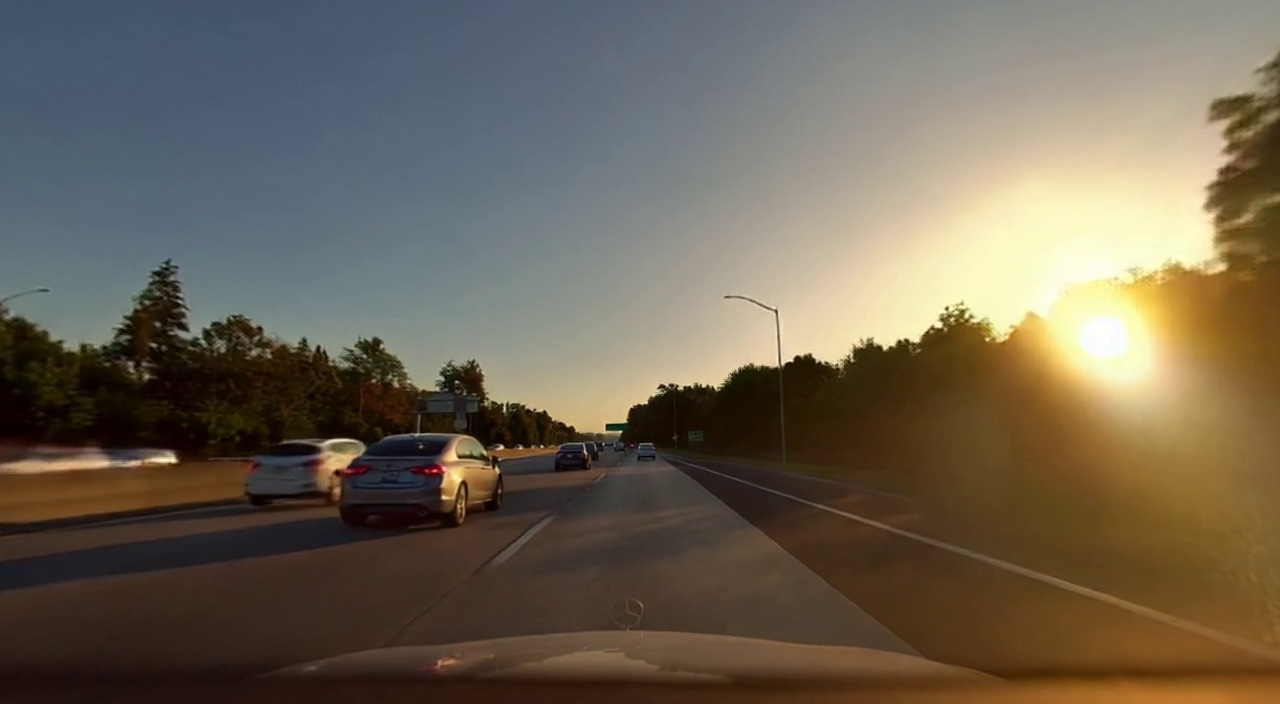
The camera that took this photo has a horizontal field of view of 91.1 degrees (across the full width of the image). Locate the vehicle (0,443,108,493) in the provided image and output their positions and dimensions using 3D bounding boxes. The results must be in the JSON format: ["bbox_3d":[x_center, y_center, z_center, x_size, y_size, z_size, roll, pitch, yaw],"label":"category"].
[{"bbox_3d":[-21.030,3.890,21.313,1.907,1.566,4.459,0,-9,1],"label":"vehicle"}]

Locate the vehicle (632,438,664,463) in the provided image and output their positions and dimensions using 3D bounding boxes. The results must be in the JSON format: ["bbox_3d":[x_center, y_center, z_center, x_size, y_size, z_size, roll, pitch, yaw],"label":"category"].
[{"bbox_3d":[0.607,7.441,47.400,2.285,1.797,4.478,0,-9,0],"label":"vehicle"}]

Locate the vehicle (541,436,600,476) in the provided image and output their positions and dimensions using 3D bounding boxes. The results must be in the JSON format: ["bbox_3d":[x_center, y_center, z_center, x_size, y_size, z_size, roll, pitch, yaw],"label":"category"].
[{"bbox_3d":[-3.027,4.647,28.270,2.056,1.679,4.204,0,-9,1],"label":"vehicle"}]

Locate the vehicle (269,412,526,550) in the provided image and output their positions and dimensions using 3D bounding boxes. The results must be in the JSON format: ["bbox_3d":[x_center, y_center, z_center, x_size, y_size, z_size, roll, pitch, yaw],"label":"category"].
[{"bbox_3d":[-3.437,1.956,10.293,2.040,1.672,5.122,0,-8,2],"label":"vehicle"}]
